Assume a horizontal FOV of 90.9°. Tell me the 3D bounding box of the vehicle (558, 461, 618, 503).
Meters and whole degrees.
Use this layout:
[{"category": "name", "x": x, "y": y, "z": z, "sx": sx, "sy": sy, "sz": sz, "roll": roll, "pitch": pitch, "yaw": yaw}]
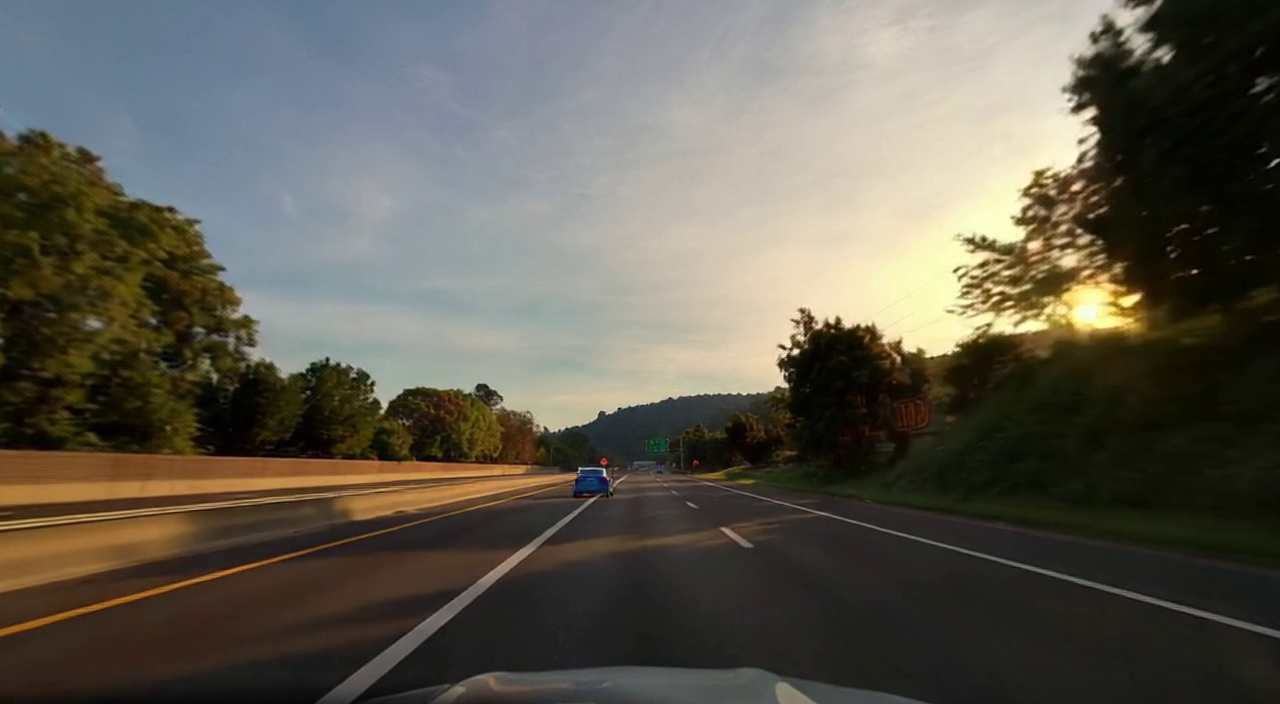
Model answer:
[{"category": "vehicle", "x": -2.066, "y": 5.311, "z": 25.996, "sx": 2.016, "sy": 1.530, "sz": 4.009, "roll": 1, "pitch": -10, "yaw": 1}]
